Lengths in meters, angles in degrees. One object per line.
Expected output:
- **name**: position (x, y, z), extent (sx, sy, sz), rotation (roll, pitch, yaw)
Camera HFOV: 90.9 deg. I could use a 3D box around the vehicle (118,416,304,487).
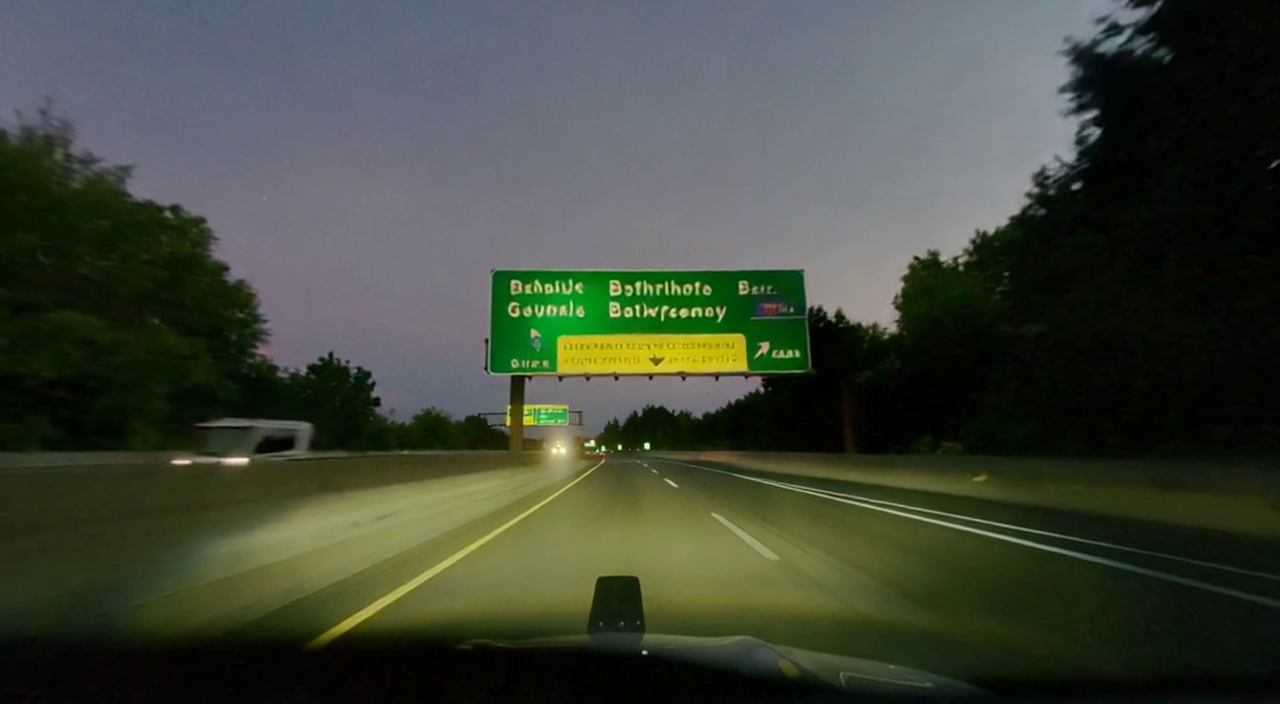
- **vehicle**: position (-12.962, 3.101, 19.649), extent (2.134, 1.893, 5.320), rotation (0, -9, -1)
